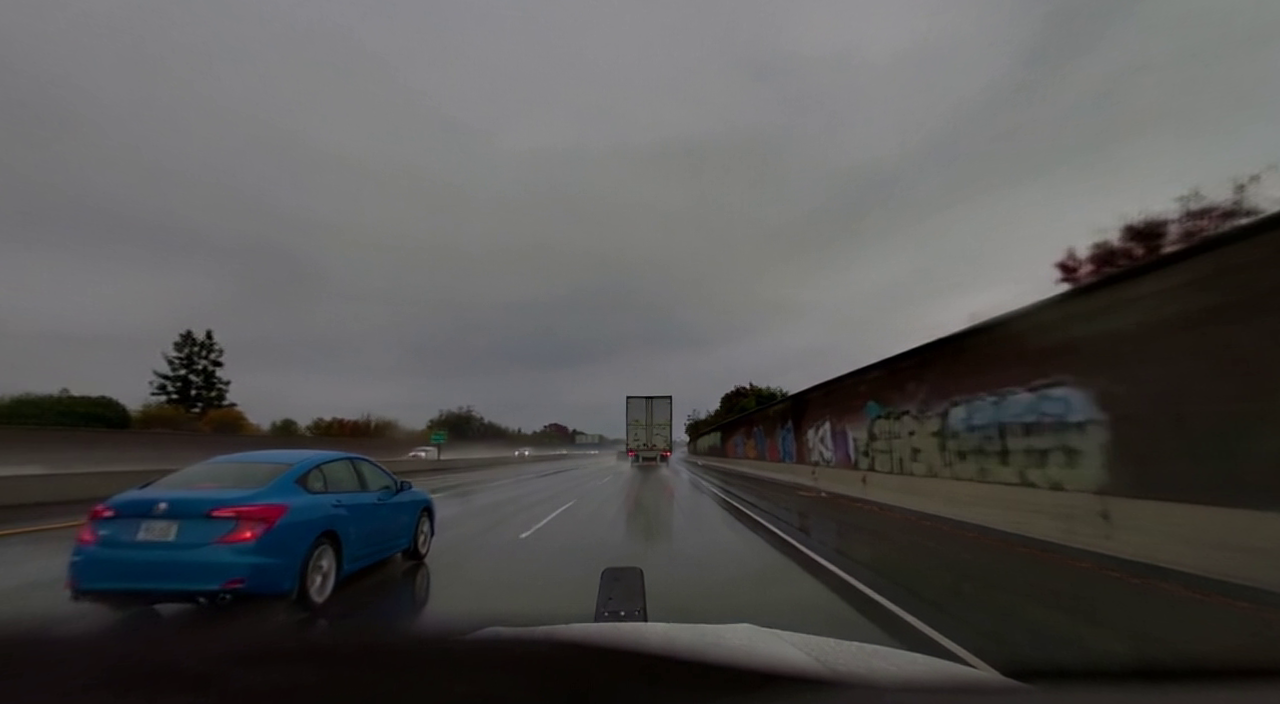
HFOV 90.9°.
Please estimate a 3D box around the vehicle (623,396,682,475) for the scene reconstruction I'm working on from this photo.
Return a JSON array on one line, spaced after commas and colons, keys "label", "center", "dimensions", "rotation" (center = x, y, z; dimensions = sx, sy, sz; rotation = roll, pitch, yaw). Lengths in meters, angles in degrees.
[{"label": "vehicle", "center": [0.618, 5.111, 37.774], "dimensions": [2.997, 4.069, 10.871], "rotation": [0, -9, 0]}]
